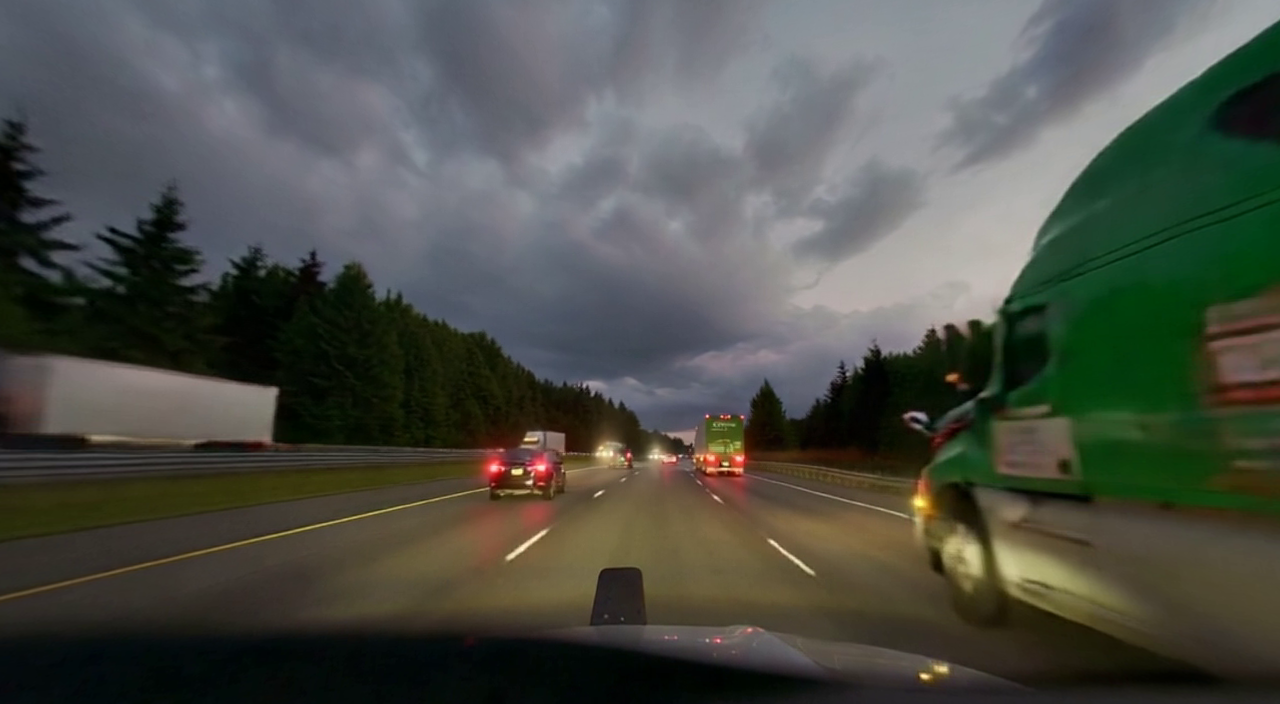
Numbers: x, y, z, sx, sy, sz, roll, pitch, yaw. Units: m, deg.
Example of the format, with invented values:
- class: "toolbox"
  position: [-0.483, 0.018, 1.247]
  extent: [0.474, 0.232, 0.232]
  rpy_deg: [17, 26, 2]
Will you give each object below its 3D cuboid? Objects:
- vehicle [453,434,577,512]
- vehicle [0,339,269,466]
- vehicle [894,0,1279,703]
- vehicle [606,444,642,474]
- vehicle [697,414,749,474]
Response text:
- class: "vehicle"
  position: [-3.038, 3.079, 16.447]
  extent: [2.205, 1.728, 4.397]
  rpy_deg: [0, -9, 2]
- class: "vehicle"
  position: [-21.356, 2.502, 25.536]
  extent: [3.039, 3.973, 14.729]
  rpy_deg: [-1, -9, 3]
- class: "vehicle"
  position: [4.041, 0.080, 3.208]
  extent: [2.949, 3.572, 5.765]
  rpy_deg: [0, -9, 0]
- class: "vehicle"
  position: [-1.111, 7.967, 47.052]
  extent: [2.201, 2.038, 5.065]
  rpy_deg: [-1, -9, 4]
- class: "vehicle"
  position: [6.263, 7.348, 49.734]
  extent: [3.057, 3.993, 13.914]
  rpy_deg: [-1, -9, 4]
